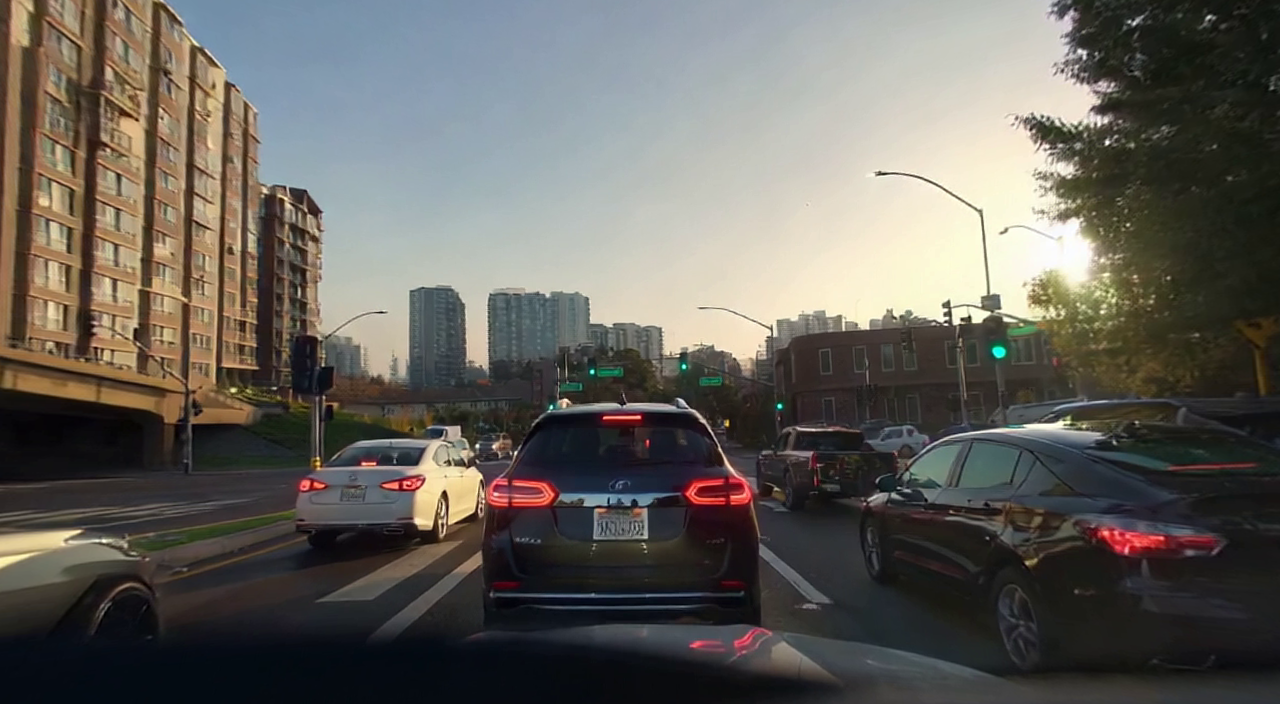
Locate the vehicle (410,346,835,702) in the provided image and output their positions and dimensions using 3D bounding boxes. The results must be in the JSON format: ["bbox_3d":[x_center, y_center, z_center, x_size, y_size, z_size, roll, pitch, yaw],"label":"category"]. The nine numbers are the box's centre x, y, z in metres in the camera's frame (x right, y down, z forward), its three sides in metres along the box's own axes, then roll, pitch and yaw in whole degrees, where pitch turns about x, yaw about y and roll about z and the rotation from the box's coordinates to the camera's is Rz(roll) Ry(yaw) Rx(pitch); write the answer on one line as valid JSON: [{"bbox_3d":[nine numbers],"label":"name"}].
[{"bbox_3d":[-0.101,1.273,6.049,2.206,1.858,5.332,0,-8,0],"label":"vehicle"}]

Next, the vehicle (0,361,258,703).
[{"bbox_3d":[-3.825,0.782,1.953,2.126,1.693,5.289,0,-8,-2],"label":"vehicle"}]

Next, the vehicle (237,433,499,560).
[{"bbox_3d":[-3.793,2.080,9.992,2.055,1.488,4.733,0,-8,0],"label":"vehicle"}]

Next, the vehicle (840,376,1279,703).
[{"bbox_3d":[3.190,1.202,4.758,1.906,1.608,4.137,0,-8,-1],"label":"vehicle"}]
